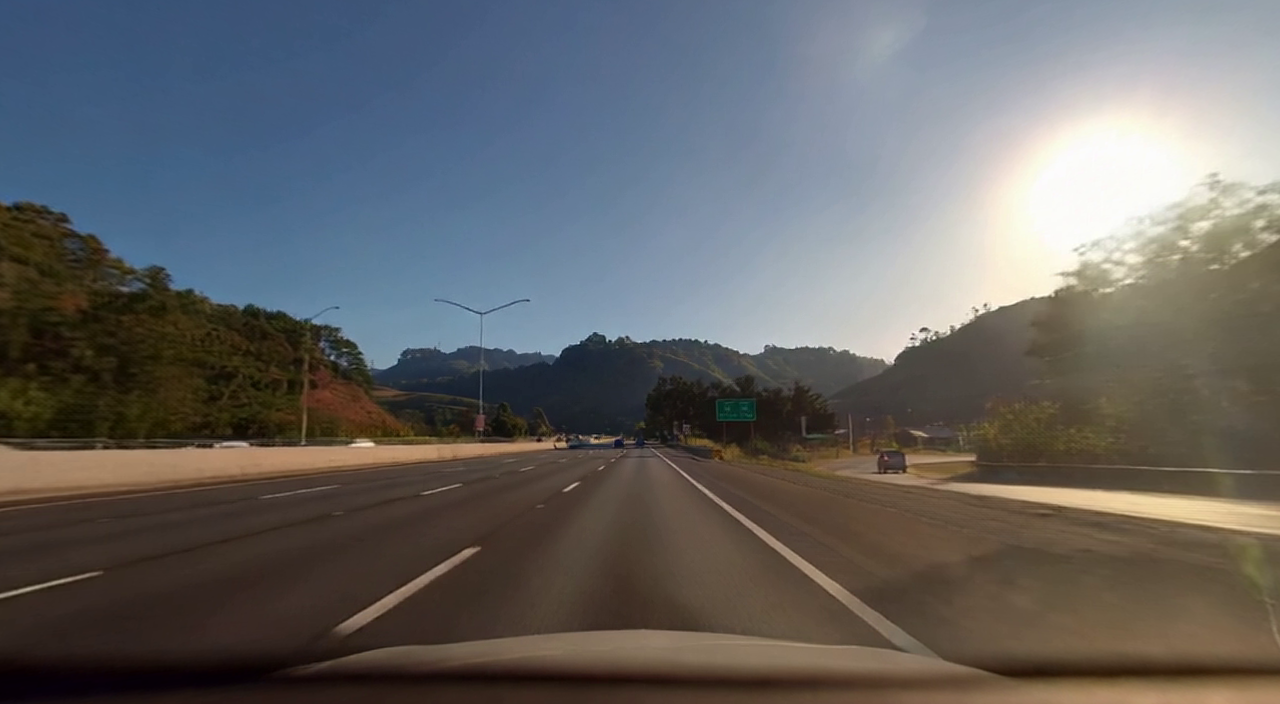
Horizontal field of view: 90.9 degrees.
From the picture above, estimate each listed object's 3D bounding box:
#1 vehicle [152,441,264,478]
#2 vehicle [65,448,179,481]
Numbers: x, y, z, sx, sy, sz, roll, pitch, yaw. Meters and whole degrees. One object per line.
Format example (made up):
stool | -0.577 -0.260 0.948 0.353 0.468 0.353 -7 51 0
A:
vehicle | -20.558 5.107 30.313 1.893 1.598 4.805 0 -8 1
vehicle | -28.281 6.134 34.694 1.971 1.649 4.997 0 -8 1
